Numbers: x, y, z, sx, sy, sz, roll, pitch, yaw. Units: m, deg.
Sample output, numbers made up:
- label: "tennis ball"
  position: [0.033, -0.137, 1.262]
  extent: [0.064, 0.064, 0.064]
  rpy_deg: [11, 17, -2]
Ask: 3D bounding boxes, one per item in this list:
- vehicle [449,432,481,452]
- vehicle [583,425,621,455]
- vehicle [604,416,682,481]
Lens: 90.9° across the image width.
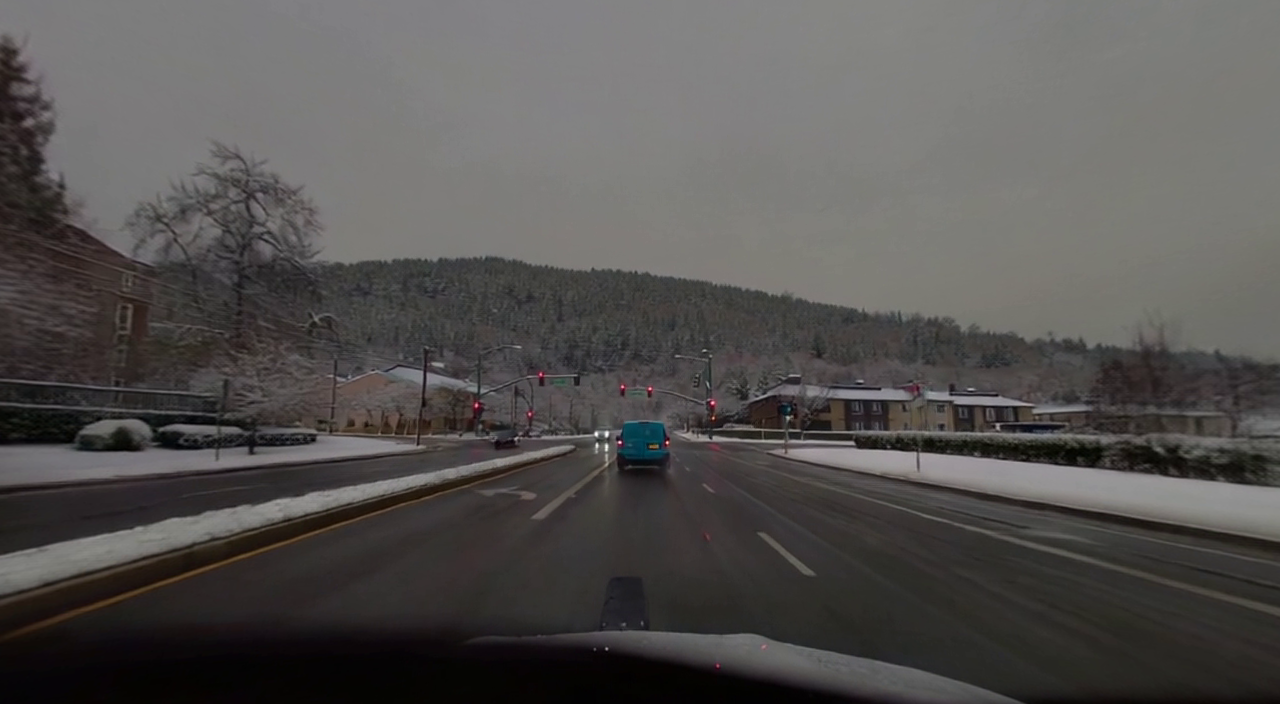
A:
- label: "vehicle"
  position: [-13.388, 6.856, 47.944]
  extent: [1.991, 1.469, 4.596]
  rpy_deg: [2, -8, -19]
- label: "vehicle"
  position: [-2.414, 5.758, 41.166]
  extent: [2.131, 1.783, 4.540]
  rpy_deg: [-1, -8, 1]
- label: "vehicle"
  position: [0.100, 3.045, 20.056]
  extent: [2.185, 1.822, 4.391]
  rpy_deg: [-1, -8, 1]
